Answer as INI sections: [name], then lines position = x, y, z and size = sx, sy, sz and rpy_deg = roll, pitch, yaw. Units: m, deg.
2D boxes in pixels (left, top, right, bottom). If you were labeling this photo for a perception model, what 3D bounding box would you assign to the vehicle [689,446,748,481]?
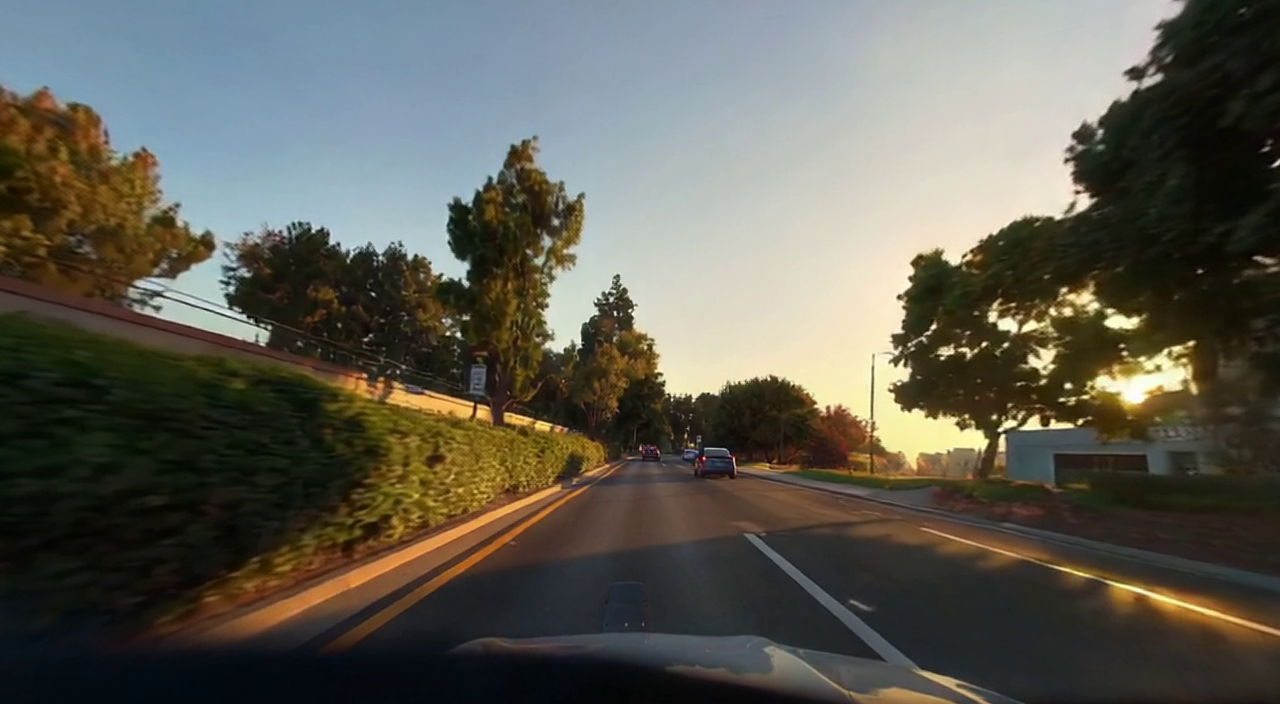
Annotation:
[vehicle]
position = 3.497, 5.069, 28.979
size = 1.956, 1.473, 4.640
rpy_deg = 1, -9, -2
